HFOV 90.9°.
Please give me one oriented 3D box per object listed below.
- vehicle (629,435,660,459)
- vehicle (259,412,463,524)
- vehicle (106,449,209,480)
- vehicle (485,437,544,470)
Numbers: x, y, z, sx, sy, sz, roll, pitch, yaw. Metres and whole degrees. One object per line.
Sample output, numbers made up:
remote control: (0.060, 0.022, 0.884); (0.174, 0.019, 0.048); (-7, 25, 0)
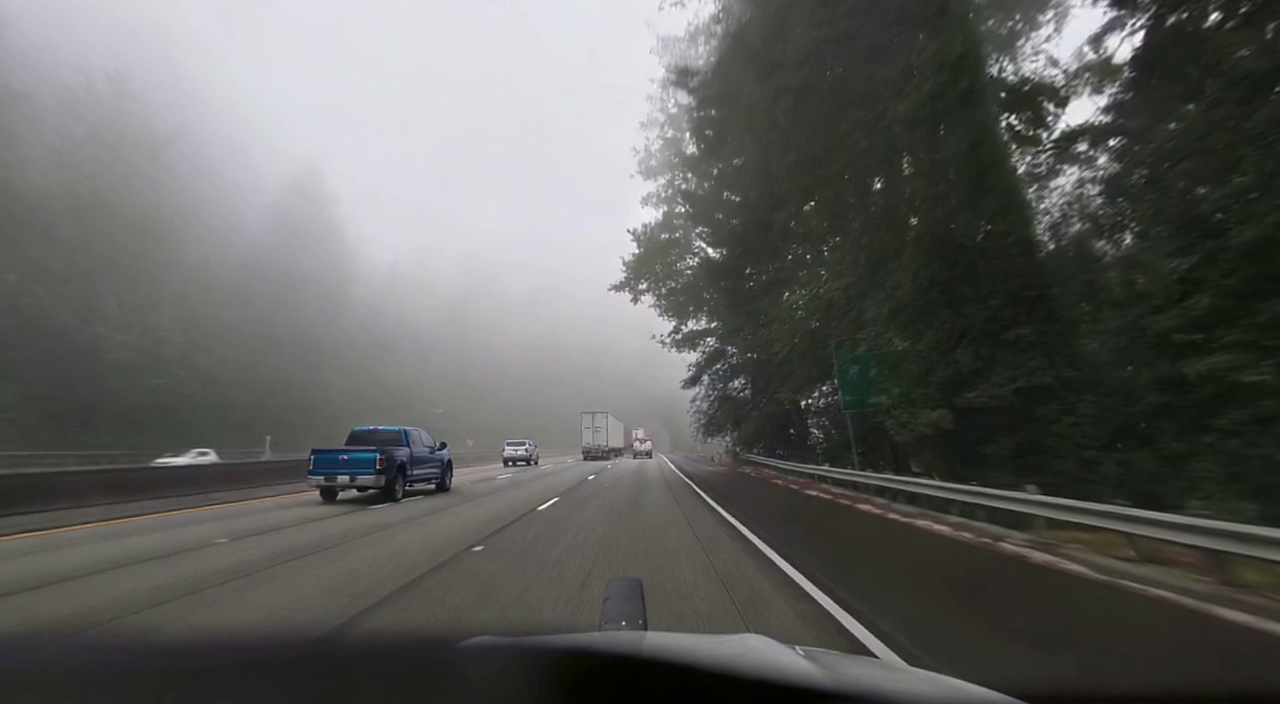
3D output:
vehicle: (0.303, 6.801, 45.309); (2.072, 1.630, 4.529); (0, -8, 0)
vehicle: (-5.405, 2.315, 13.098); (2.149, 1.884, 4.627); (0, -8, -1)
vehicle: (-29.658, 6.891, 39.046); (2.067, 1.748, 5.399); (0, -8, 1)
vehicle: (-7.246, 5.956, 37.144); (2.258, 1.785, 5.318); (0, -8, 1)
